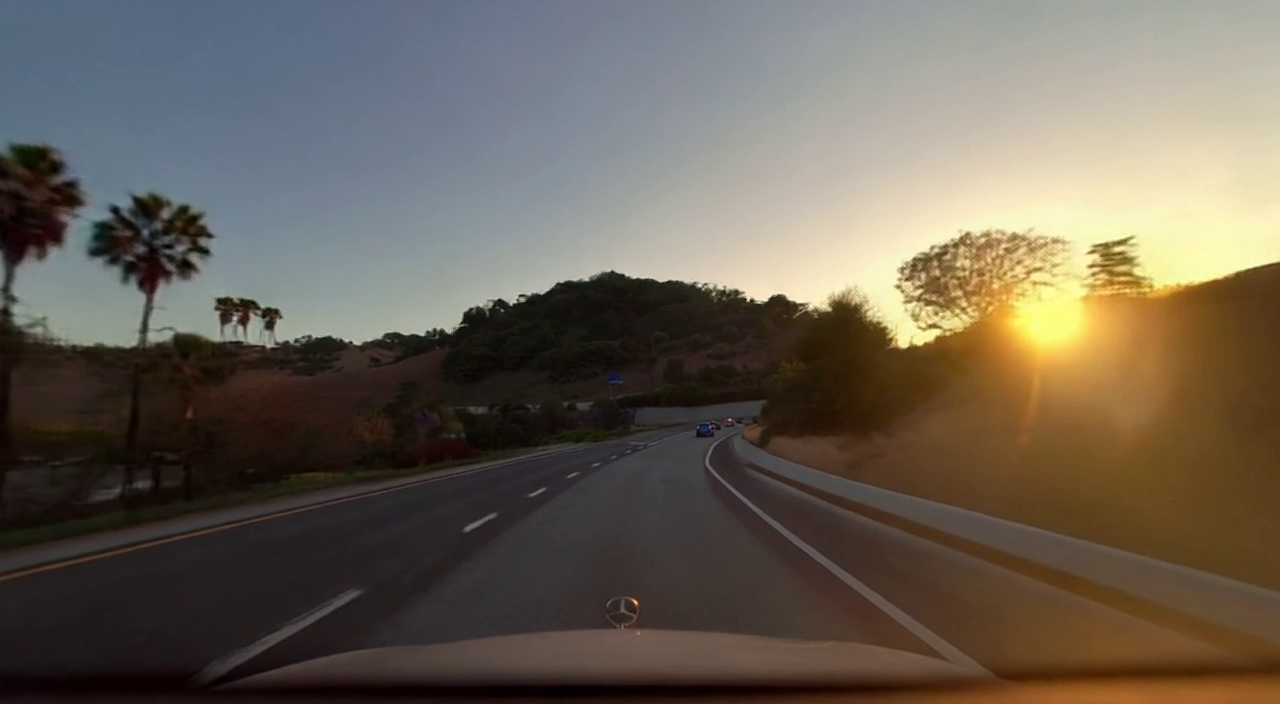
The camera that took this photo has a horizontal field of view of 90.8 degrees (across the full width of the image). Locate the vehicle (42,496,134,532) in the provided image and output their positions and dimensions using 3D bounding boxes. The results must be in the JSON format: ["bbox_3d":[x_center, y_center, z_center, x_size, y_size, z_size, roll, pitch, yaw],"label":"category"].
[{"bbox_3d":[-35.252,10.333,40.538,1.996,1.752,4.503,-1,-9,-3],"label":"vehicle"}]
